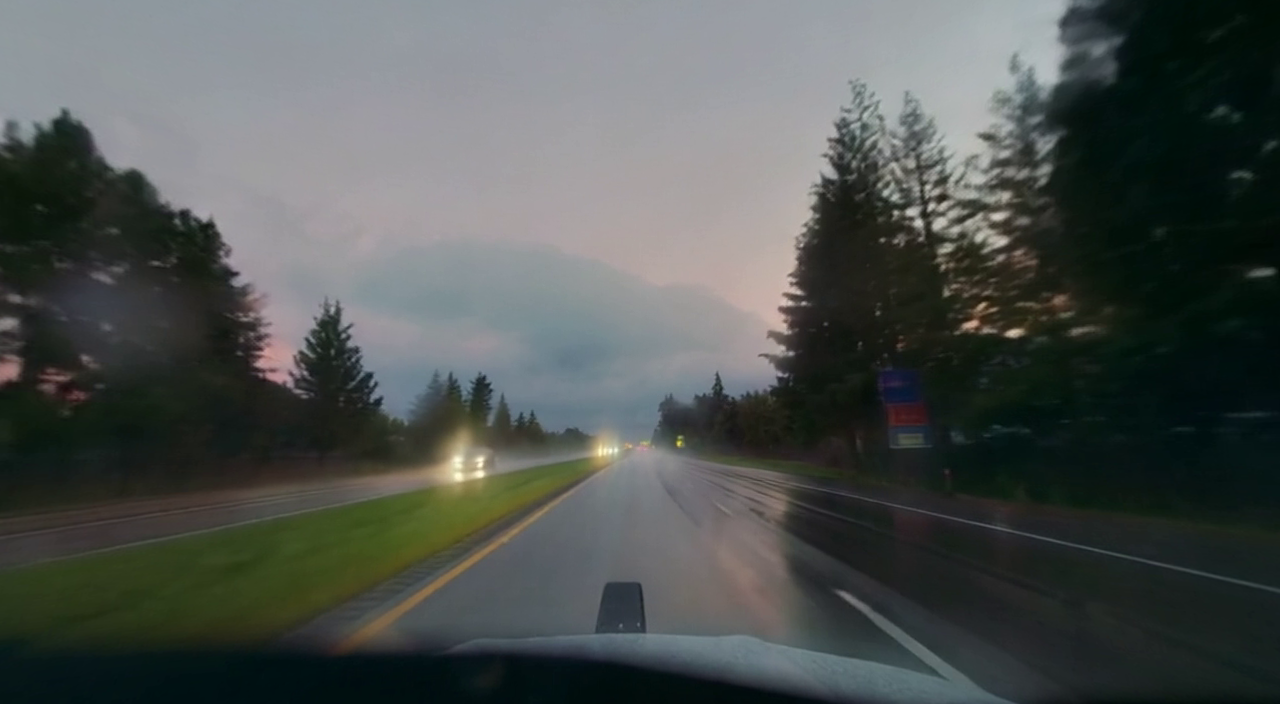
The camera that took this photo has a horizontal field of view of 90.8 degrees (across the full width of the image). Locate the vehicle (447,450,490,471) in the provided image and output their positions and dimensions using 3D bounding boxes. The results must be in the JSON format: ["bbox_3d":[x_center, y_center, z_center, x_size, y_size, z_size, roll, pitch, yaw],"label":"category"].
[{"bbox_3d":[-12.896,8.172,47.666,2.037,1.461,4.527,0,-9,0],"label":"vehicle"}]
